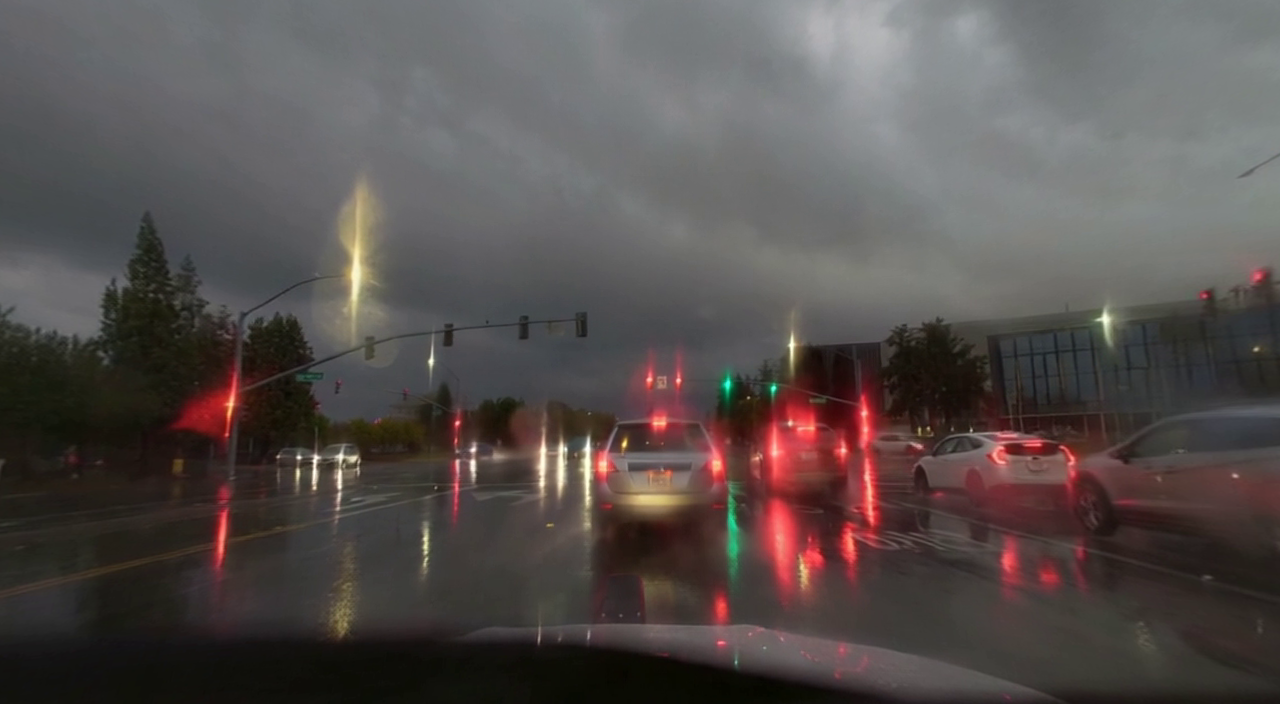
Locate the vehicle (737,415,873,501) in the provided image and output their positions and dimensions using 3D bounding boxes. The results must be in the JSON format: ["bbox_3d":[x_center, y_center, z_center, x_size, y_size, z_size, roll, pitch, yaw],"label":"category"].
[{"bbox_3d":[3.794,2.568,15.534,2.188,1.774,4.646,-1,-9,2],"label":"vehicle"}]

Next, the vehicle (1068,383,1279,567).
[{"bbox_3d":[7.380,1.339,7.075,2.074,1.791,4.393,0,-9,1],"label":"vehicle"}]

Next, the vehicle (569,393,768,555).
[{"bbox_3d":[0.286,1.670,9.210,2.211,1.795,4.179,0,-9,-1],"label":"vehicle"}]

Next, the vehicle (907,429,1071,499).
[{"bbox_3d":[8.333,2.706,15.622,1.862,1.471,4.297,-1,-9,4],"label":"vehicle"}]
